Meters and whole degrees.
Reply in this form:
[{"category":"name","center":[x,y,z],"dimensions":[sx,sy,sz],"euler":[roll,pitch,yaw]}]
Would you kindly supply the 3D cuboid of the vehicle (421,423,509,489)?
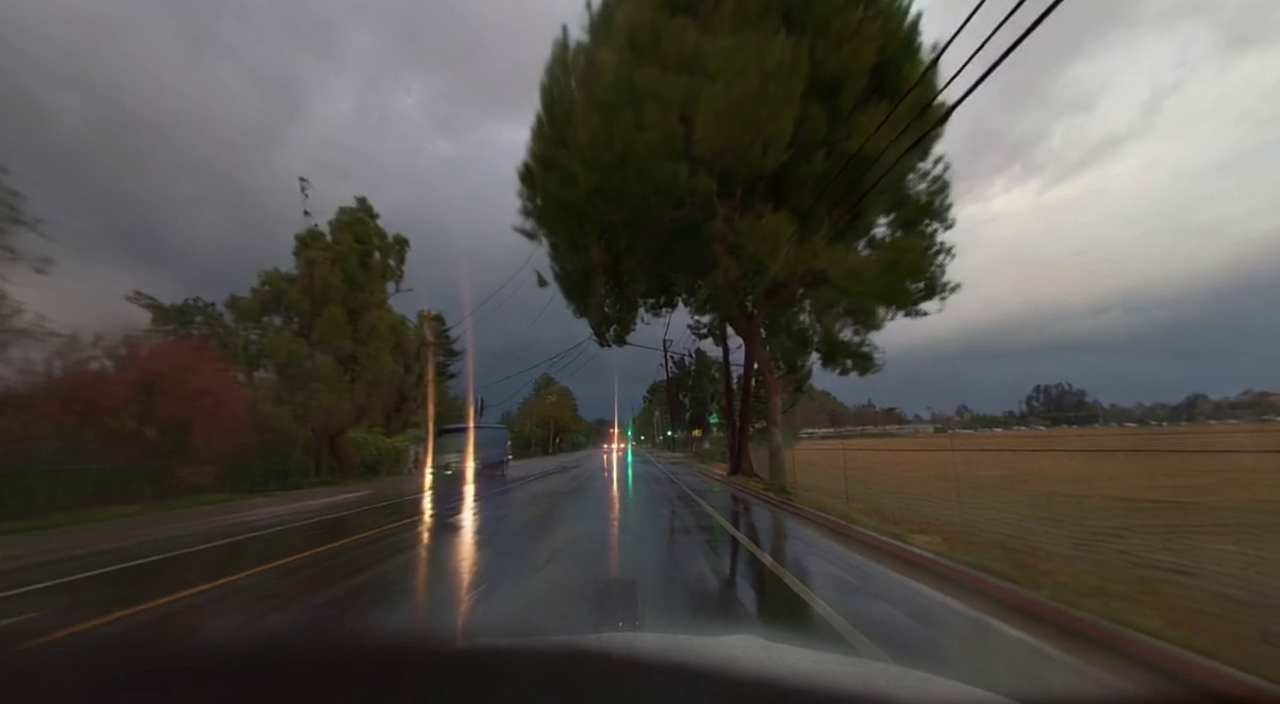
[{"category":"vehicle","center":[-8.113,4.797,29.988],"dimensions":[2.351,2.696,6.106],"euler":[-2,-7,1]}]
